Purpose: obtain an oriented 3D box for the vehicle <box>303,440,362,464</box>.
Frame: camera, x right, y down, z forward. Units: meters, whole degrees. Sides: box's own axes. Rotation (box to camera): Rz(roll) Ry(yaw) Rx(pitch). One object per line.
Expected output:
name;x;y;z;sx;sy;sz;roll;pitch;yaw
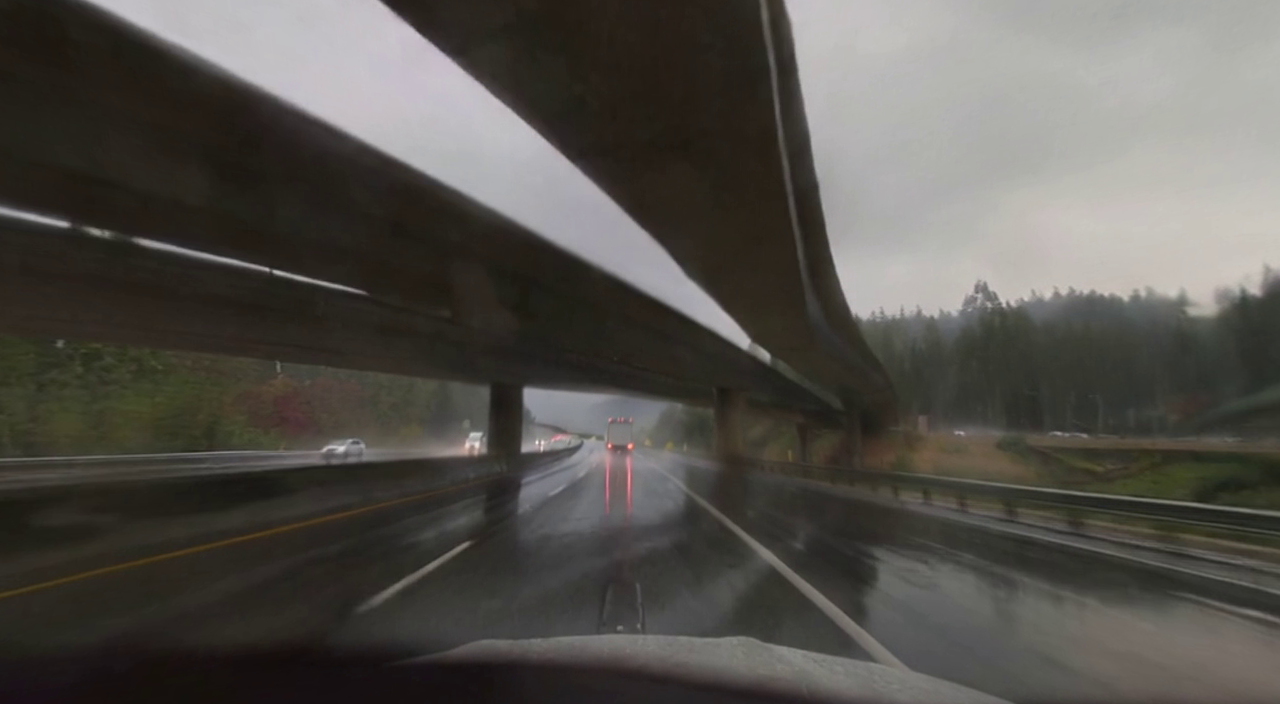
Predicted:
vehicle;-20.100;6.559;41.371;1.769;1.475;4.161;0;-9;0
